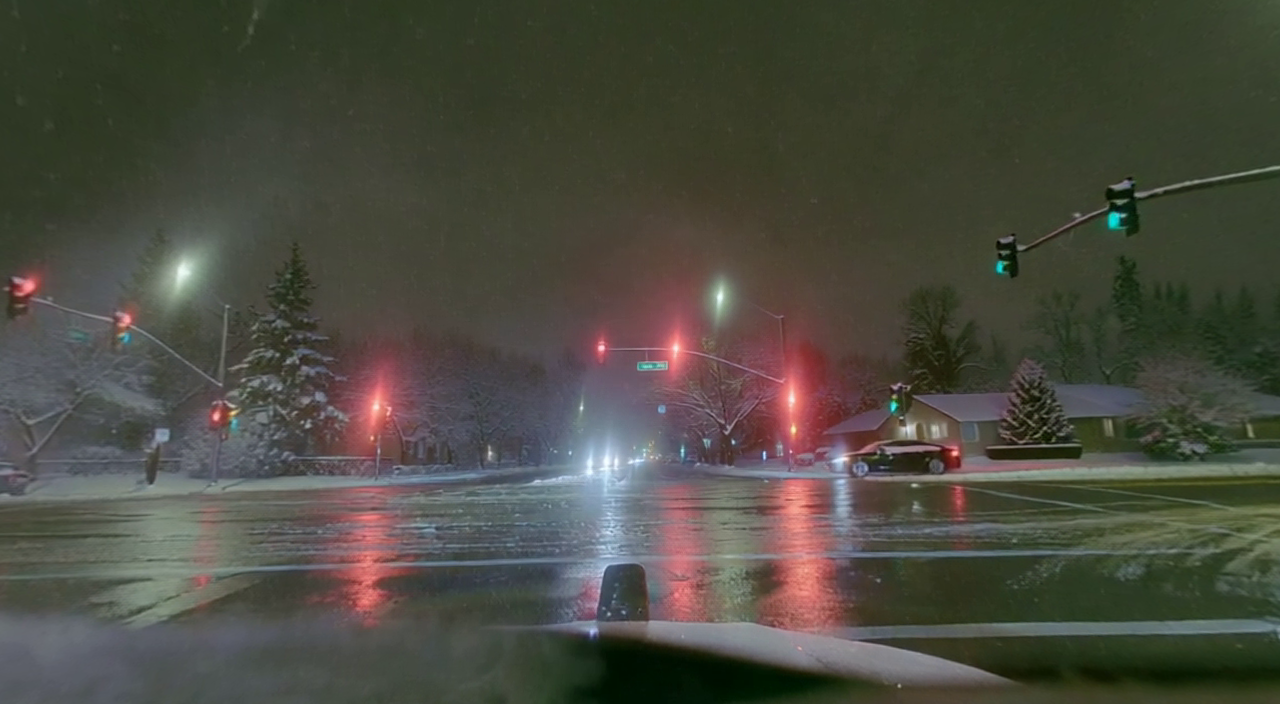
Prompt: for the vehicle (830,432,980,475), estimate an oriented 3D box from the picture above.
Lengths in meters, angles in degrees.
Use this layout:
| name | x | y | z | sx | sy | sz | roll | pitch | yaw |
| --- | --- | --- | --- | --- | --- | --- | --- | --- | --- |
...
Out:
| name | x | y | z | sx | sy | sz | roll | pitch | yaw |
| --- | --- | --- | --- | --- | --- | --- | --- | --- | --- |
| vehicle | 9.477 | 3.645 | 22.795 | 4.562 | 1.460 | 1.822 | 0 | -8 | -1 |
